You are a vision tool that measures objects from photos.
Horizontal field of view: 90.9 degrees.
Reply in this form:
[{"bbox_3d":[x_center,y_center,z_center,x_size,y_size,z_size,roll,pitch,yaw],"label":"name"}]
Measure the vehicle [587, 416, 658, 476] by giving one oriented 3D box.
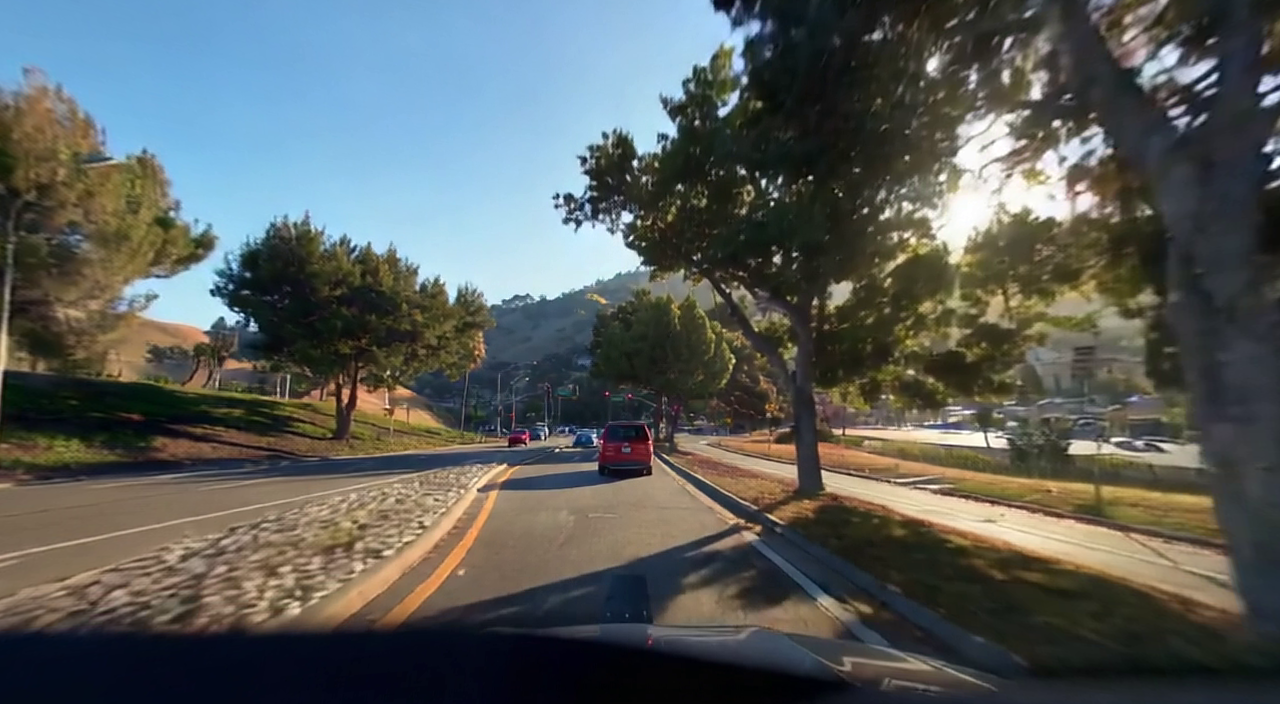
[{"bbox_3d":[-0.599,3.208,21.508,2.185,1.822,4.391,0,-8,-2],"label":"vehicle"}]
